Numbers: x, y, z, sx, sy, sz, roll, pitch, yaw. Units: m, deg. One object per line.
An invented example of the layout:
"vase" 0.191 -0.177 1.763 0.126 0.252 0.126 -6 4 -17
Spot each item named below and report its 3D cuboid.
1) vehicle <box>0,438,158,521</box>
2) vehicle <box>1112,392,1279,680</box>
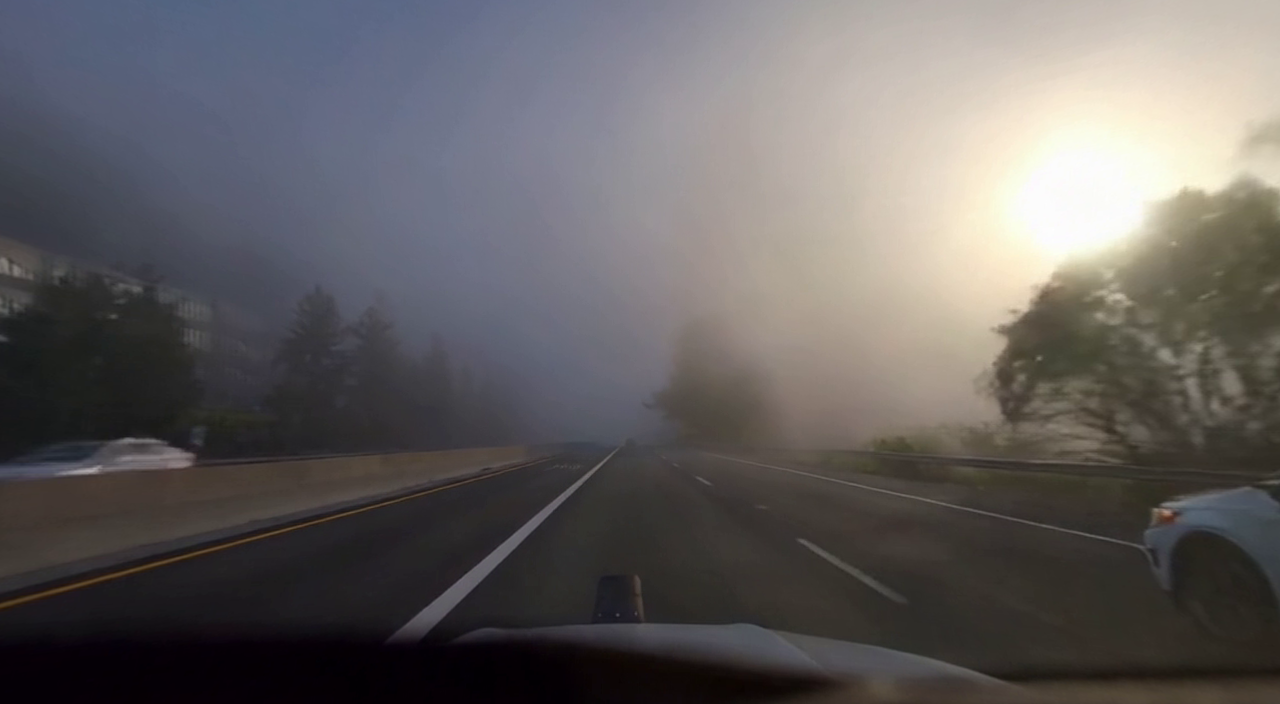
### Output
"vehicle" -12.313 2.459 12.648 1.902 1.454 4.229 0 -8 0
"vehicle" 4.627 0.861 2.328 2.095 1.587 4.638 0 -8 -1
